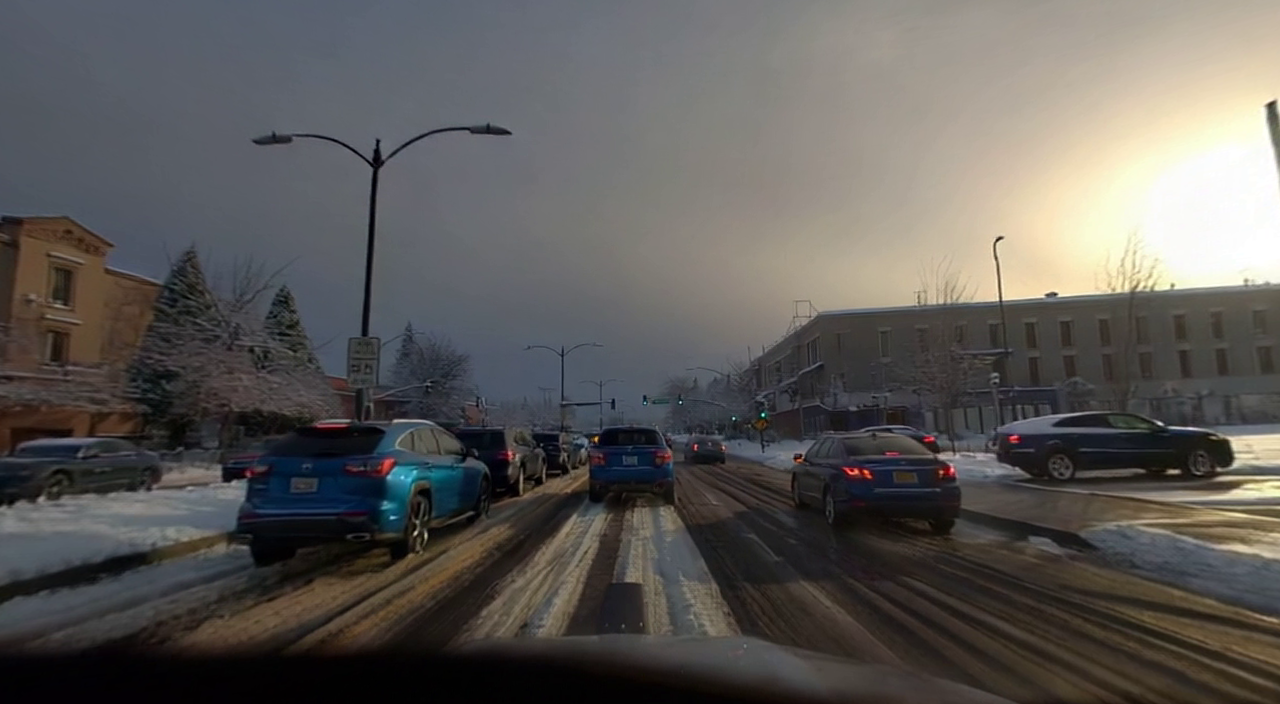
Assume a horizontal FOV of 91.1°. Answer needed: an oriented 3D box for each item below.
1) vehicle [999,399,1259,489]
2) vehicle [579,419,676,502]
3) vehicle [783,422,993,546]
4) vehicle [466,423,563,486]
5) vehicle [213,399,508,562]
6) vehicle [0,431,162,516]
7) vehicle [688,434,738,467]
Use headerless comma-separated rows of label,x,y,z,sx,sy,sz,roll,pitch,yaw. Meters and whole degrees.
vehicle,12.525,2.396,16.408,4.991,1.978,2.090,-8,-11,42
vehicle,-0.216,2.561,15.170,2.022,1.700,4.084,0,-8,1
vehicle,3.597,1.965,9.970,1.847,1.554,3.885,0,-8,2
vehicle,-3.686,3.125,19.307,2.012,1.701,4.316,0,-8,1
vehicle,-3.417,1.671,8.844,2.047,1.710,4.314,0,-8,2
vehicle,-12.397,2.399,12.793,1.843,1.509,4.301,0,-8,1
vehicle,3.398,4.687,29.981,1.948,1.475,4.093,0,-8,0
